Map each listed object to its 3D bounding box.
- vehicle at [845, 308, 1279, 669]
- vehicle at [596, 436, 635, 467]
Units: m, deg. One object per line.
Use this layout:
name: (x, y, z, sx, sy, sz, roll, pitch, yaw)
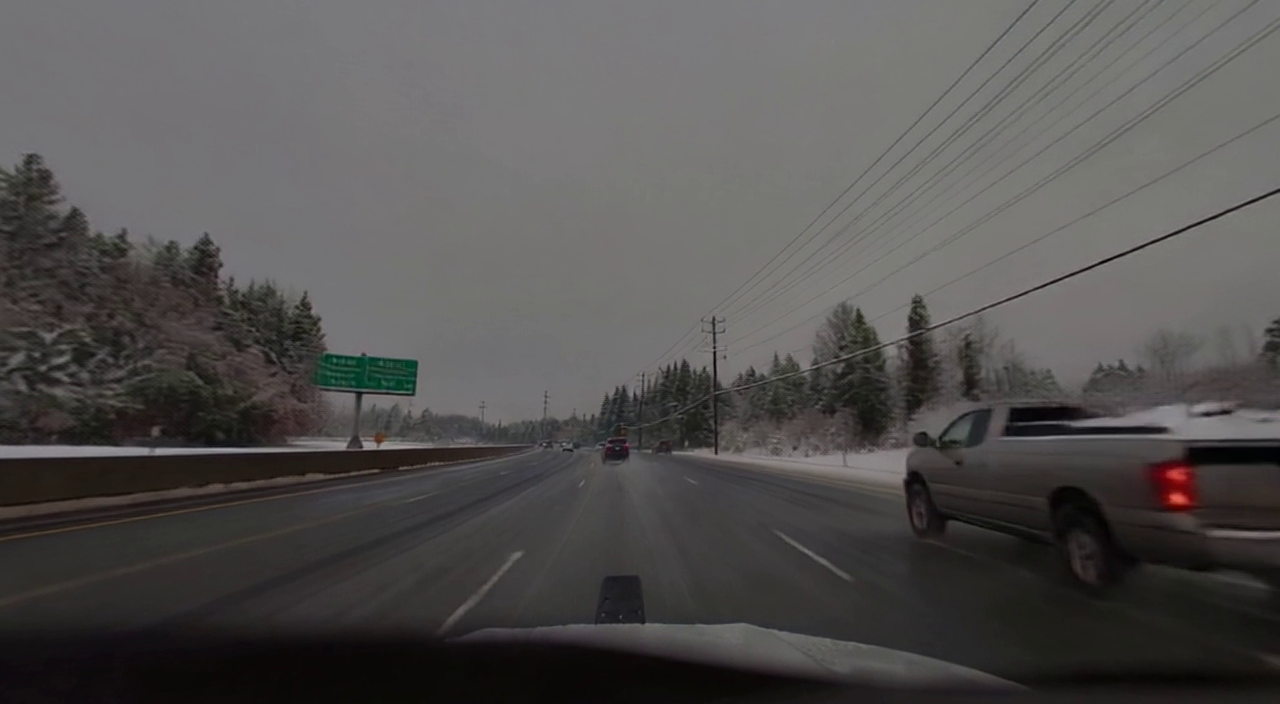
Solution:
vehicle: (4.446, 1.170, 6.609, 2.504, 2.033, 5.979, 0, -8, -1)
vehicle: (-1.518, 5.913, 37.645, 2.188, 1.714, 3.921, 0, -8, -4)
